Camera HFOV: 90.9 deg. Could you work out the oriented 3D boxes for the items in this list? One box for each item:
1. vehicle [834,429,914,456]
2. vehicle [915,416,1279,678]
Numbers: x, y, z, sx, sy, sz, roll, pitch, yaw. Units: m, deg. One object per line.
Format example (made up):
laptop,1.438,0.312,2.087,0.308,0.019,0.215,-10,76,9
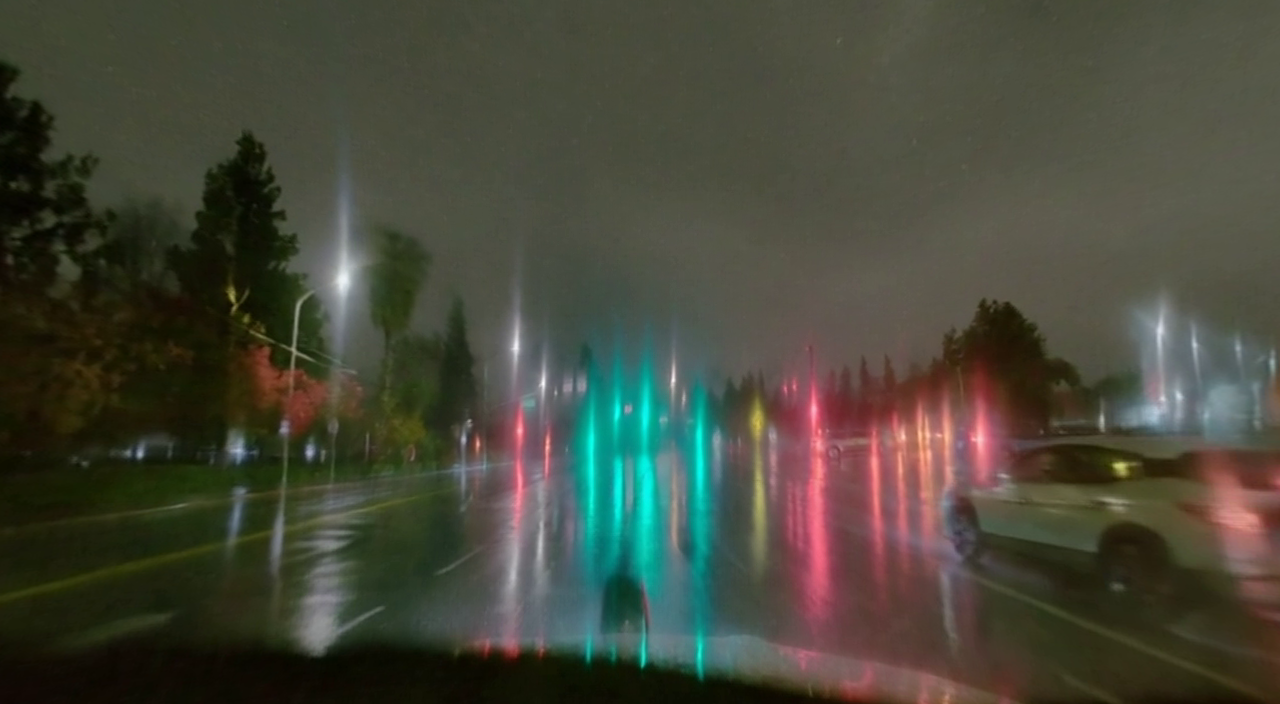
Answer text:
vehicle,14.416,5.605,39.039,4.167,1.476,1.871,-2,-8,1
vehicle,4.581,1.425,5.885,2.006,1.448,4.671,0,-8,1
